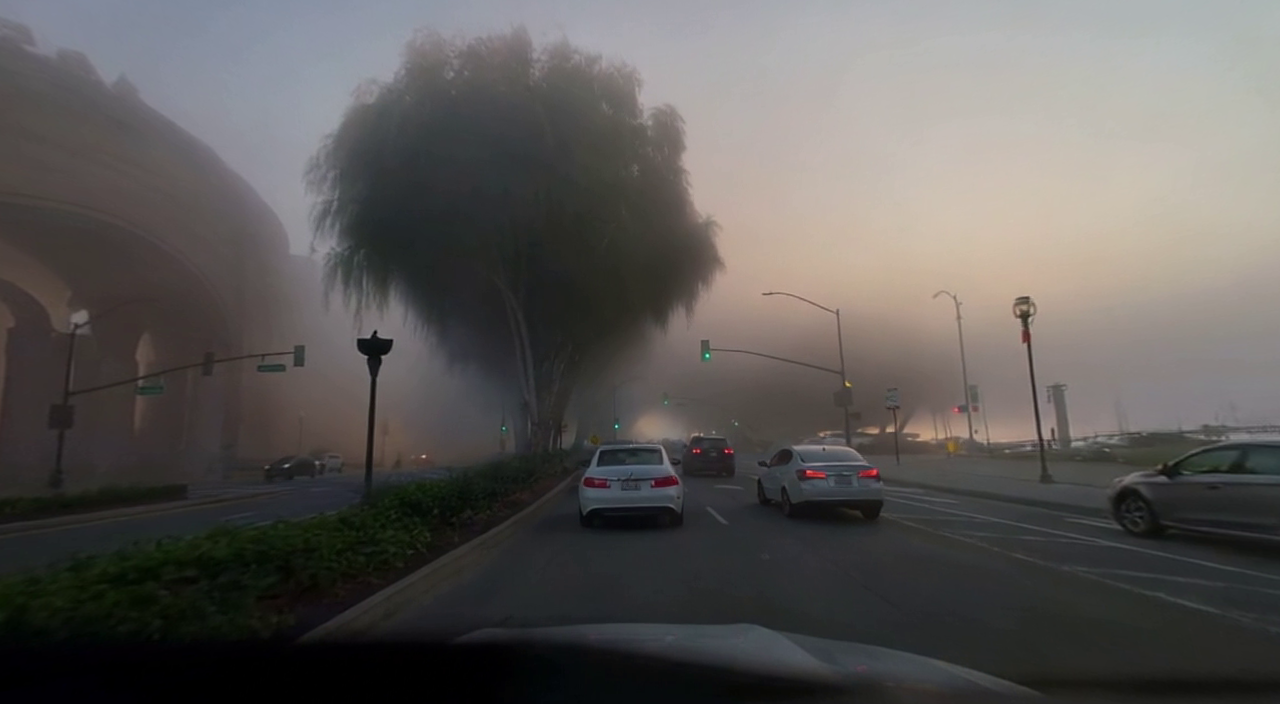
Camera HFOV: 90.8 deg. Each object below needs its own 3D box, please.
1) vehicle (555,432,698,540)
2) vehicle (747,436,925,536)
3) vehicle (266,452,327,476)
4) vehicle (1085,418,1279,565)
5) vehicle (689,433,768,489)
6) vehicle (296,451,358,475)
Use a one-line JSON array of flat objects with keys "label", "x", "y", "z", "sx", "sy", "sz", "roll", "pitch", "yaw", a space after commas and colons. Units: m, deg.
[{"label": "vehicle", "x": -0.201, "y": 2.207, "z": 10.998, "sx": 2.050, "sy": 1.521, "sz": 3.747, "roll": 0, "pitch": -9, "yaw": 0}, {"label": "vehicle", "x": 3.306, "y": 2.332, "z": 11.629, "sx": 1.833, "sy": 1.465, "sz": 4.258, "roll": 0, "pitch": -9, "yaw": -1}, {"label": "vehicle", "x": -24.187, "y": 7.867, "z": 44.656, "sx": 1.857, "sy": 1.532, "sz": 4.386, "roll": 0, "pitch": -9, "yaw": 0}, {"label": "vehicle", "x": 7.905, "y": 1.642, "z": 7.734, "sx": 1.875, "sy": 1.588, "sz": 4.072, "roll": 0, "pitch": -8, "yaw": -1}, {"label": "vehicle", "x": 3.251, "y": 4.229, "z": 25.096, "sx": 2.127, "sy": 1.854, "sz": 7.971, "roll": 0, "pitch": -8, "yaw": 1}, {"label": "vehicle", "x": -20.958, "y": 7.439, "z": 42.550, "sx": 1.871, "sy": 1.467, "sz": 4.424, "roll": 0, "pitch": -9, "yaw": 0}]
